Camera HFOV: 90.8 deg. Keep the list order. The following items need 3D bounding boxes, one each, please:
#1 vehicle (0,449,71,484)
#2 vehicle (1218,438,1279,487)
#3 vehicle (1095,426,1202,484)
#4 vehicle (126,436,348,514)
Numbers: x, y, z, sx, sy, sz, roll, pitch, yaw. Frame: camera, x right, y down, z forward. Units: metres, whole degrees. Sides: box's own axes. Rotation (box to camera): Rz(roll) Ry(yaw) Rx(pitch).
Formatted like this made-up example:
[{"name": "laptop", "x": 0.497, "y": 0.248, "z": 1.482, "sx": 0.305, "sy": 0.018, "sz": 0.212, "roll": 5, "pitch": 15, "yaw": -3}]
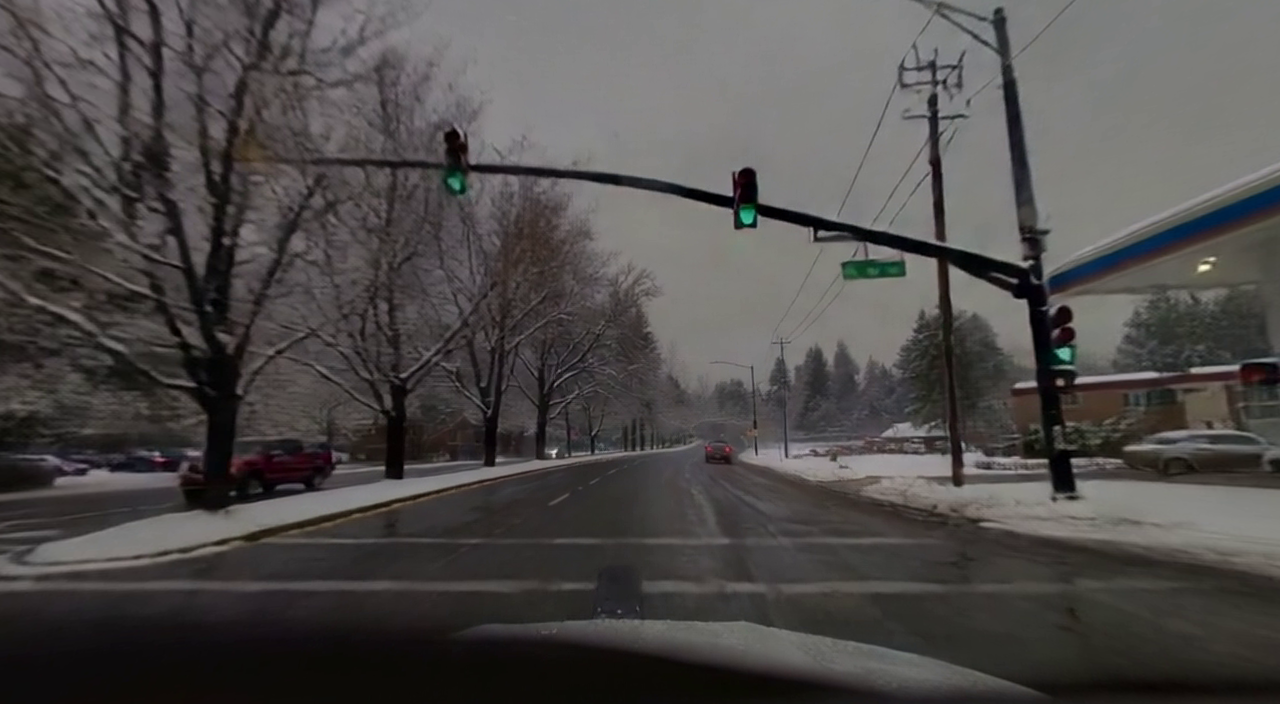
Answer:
[{"name": "vehicle", "x": -32.238, "y": 5.776, "z": 32.031, "sx": 4.820, "sy": 1.694, "sz": 2.101, "roll": -1, "pitch": -9, "yaw": 4}, {"name": "vehicle", "x": 20.177, "y": 3.570, "z": 20.151, "sx": 4.553, "sy": 1.371, "sz": 2.019, "roll": 11, "pitch": -17, "yaw": -42}, {"name": "vehicle", "x": 17.801, "y": 3.568, "z": 22.028, "sx": 4.601, "sy": 1.766, "sz": 2.015, "roll": 7, "pitch": -14, "yaw": -42}, {"name": "vehicle", "x": -9.033, "y": 2.793, "z": 14.791, "sx": 2.023, "sy": 1.498, "sz": 4.605, "roll": -1, "pitch": -9, "yaw": 2}]
